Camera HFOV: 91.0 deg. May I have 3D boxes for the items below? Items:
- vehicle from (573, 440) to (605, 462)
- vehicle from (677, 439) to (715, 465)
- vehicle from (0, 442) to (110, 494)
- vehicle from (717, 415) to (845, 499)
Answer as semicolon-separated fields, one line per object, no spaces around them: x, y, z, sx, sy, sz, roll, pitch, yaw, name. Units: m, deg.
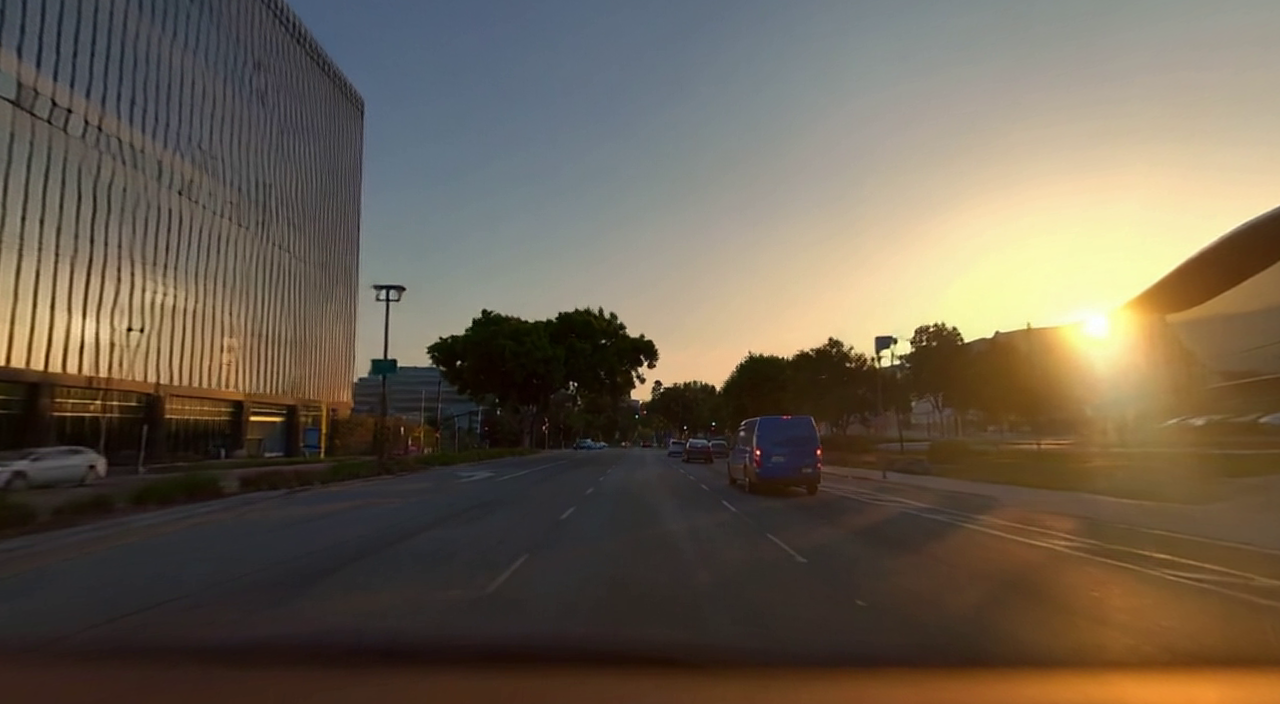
-3.486;6.862;43.811;1.864;1.464;4.195;0;-8;1;vehicle
3.396;6.217;39.165;1.867;1.493;4.190;0;-8;-1;vehicle
-19.889;3.678;20.207;1.836;1.512;4.493;0;-8;0;vehicle
3.571;2.797;17.106;2.200;1.914;5.145;0;-8;-1;vehicle
